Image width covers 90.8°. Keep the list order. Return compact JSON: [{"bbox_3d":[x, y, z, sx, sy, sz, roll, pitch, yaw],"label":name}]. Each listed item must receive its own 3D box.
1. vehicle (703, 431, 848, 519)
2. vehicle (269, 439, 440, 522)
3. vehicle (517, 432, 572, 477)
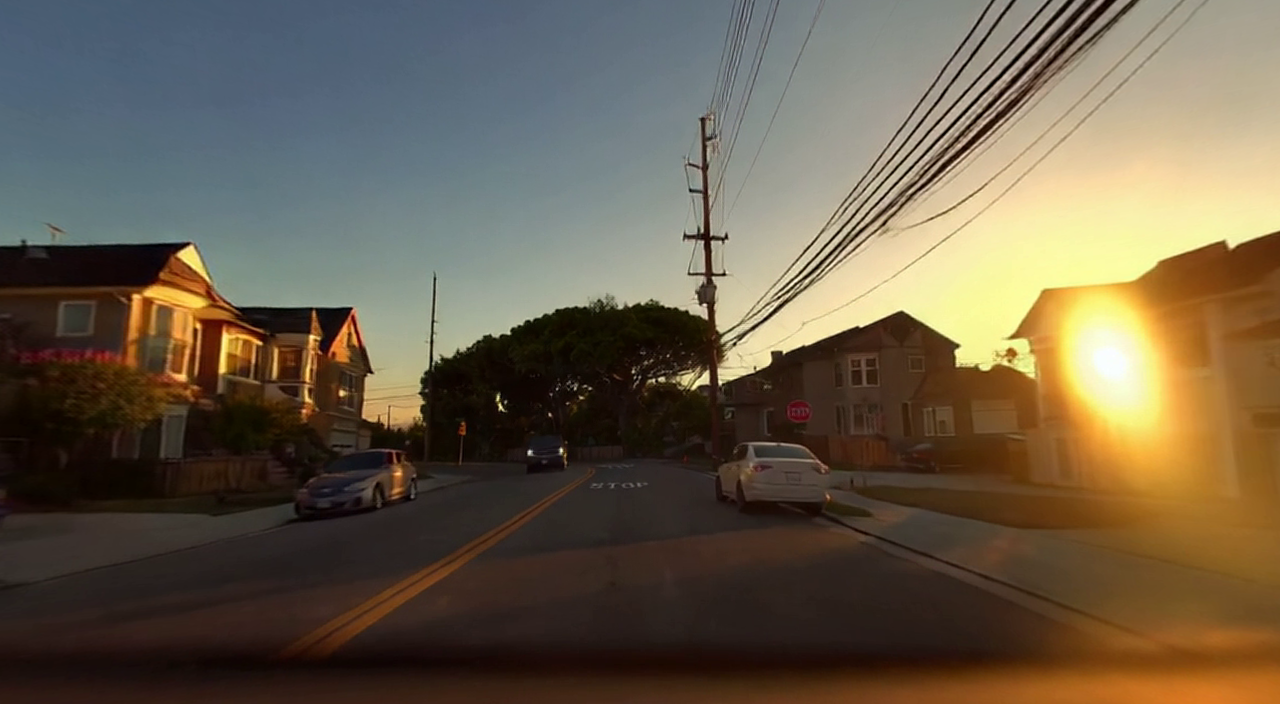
[{"bbox_3d":[2.626,2.514,13.473,2.080,1.531,4.415,0,-8,-1],"label":"vehicle"},{"bbox_3d":[-6.983,3.129,16.160,2.156,1.728,4.619,-2,-8,1],"label":"vehicle"},{"bbox_3d":[-4.401,4.799,29.805,2.277,1.970,4.512,1,-8,-5],"label":"vehicle"}]
